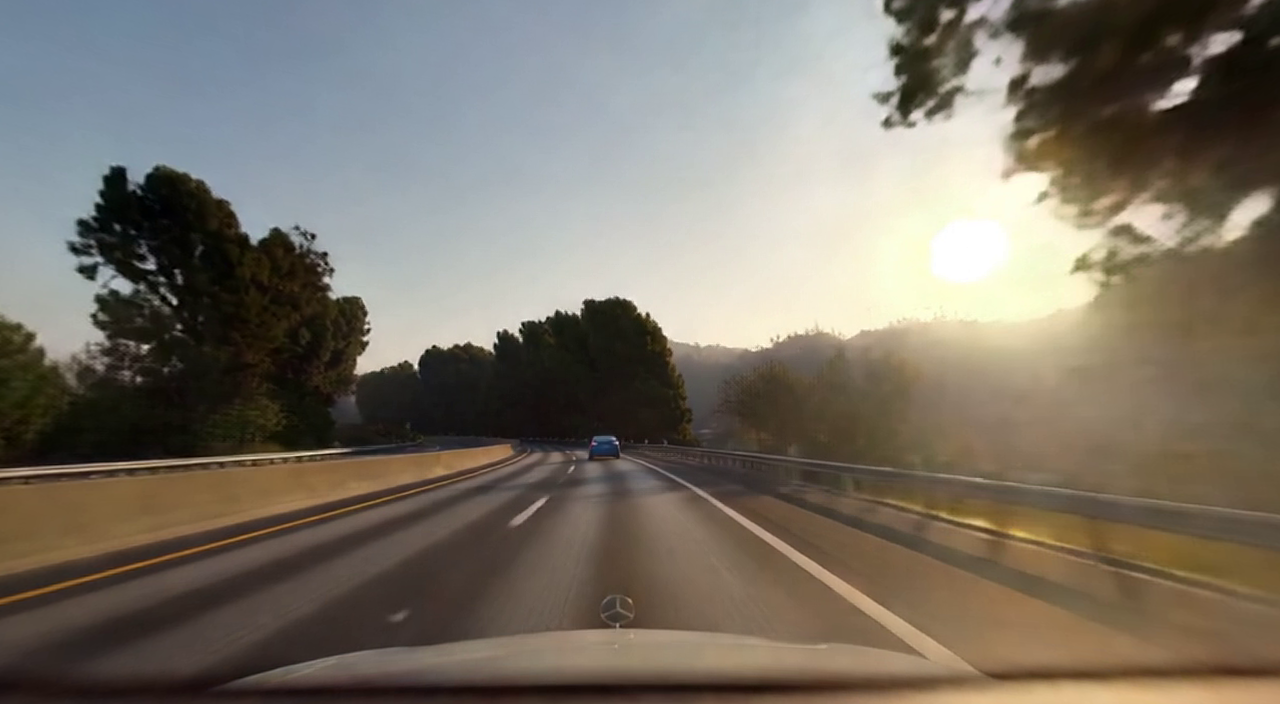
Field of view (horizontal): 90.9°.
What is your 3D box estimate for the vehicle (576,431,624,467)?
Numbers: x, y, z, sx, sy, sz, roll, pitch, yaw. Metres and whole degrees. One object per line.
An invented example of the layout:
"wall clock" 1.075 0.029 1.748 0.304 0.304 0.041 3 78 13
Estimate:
"vehicle" -2.216 5.317 34.752 2.452 1.857 4.022 0 -8 -4
